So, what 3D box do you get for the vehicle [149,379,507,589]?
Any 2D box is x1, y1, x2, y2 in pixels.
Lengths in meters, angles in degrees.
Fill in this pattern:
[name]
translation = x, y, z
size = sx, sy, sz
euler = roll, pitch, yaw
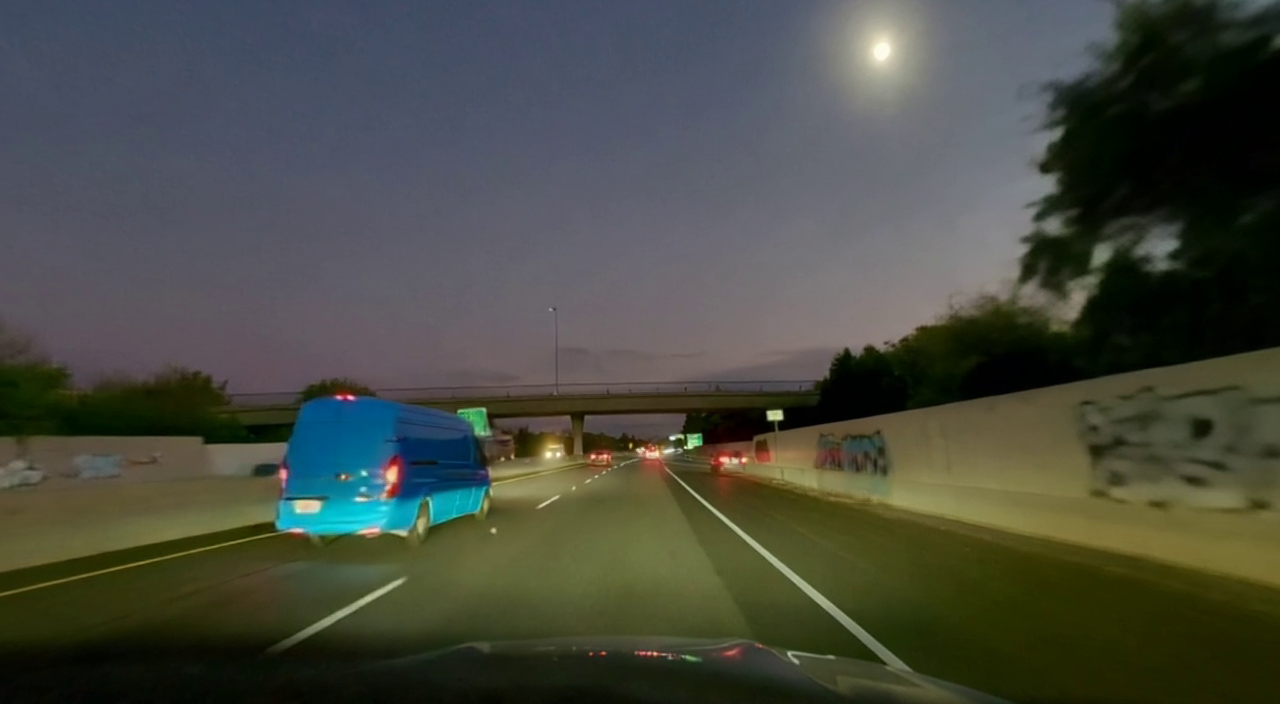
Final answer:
[vehicle]
translation = -3.584, 1.666, 8.769
size = 2.310, 2.030, 5.094
euler = 0, -9, 0
